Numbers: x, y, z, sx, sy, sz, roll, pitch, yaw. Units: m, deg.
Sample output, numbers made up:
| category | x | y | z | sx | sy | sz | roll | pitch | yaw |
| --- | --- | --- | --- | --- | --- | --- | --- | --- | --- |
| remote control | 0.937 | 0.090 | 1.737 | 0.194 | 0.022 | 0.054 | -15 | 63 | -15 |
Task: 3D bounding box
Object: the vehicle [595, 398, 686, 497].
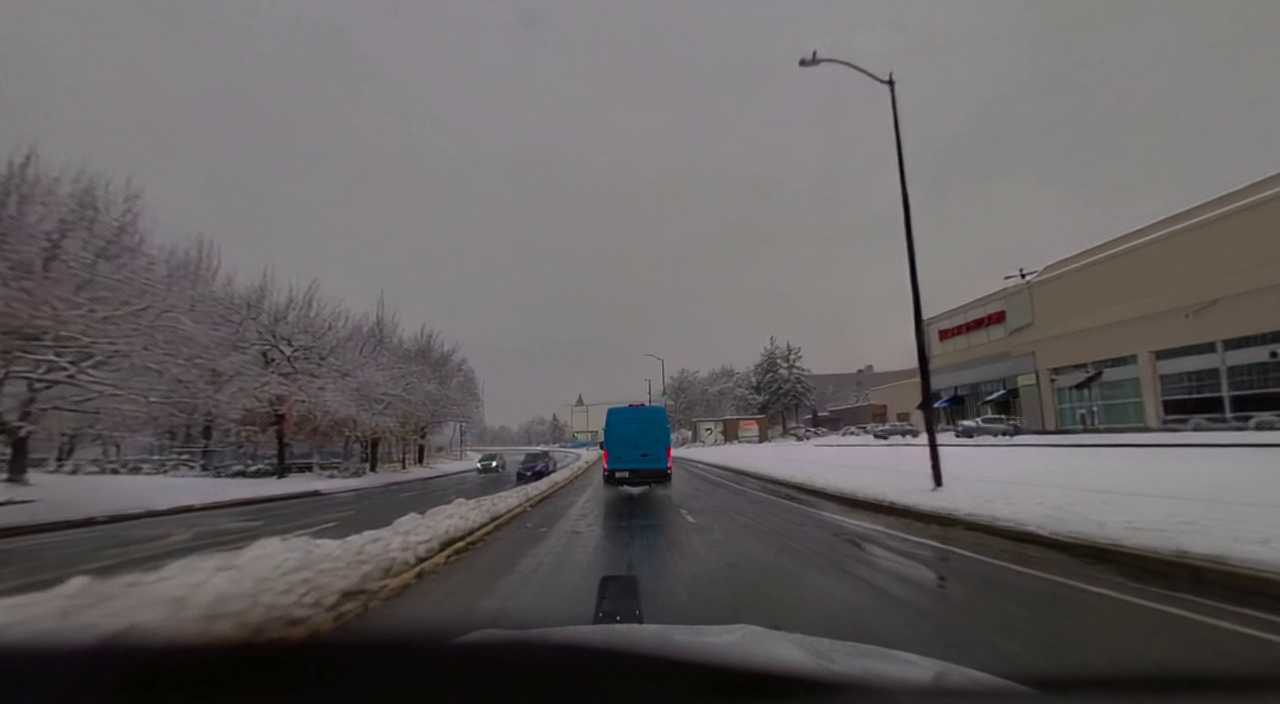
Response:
| category | x | y | z | sx | sy | sz | roll | pitch | yaw |
| --- | --- | --- | --- | --- | --- | --- | --- | --- | --- |
| vehicle | -0.089 | 2.990 | 19.742 | 2.432 | 2.624 | 5.670 | 0 | -8 | -2 |
